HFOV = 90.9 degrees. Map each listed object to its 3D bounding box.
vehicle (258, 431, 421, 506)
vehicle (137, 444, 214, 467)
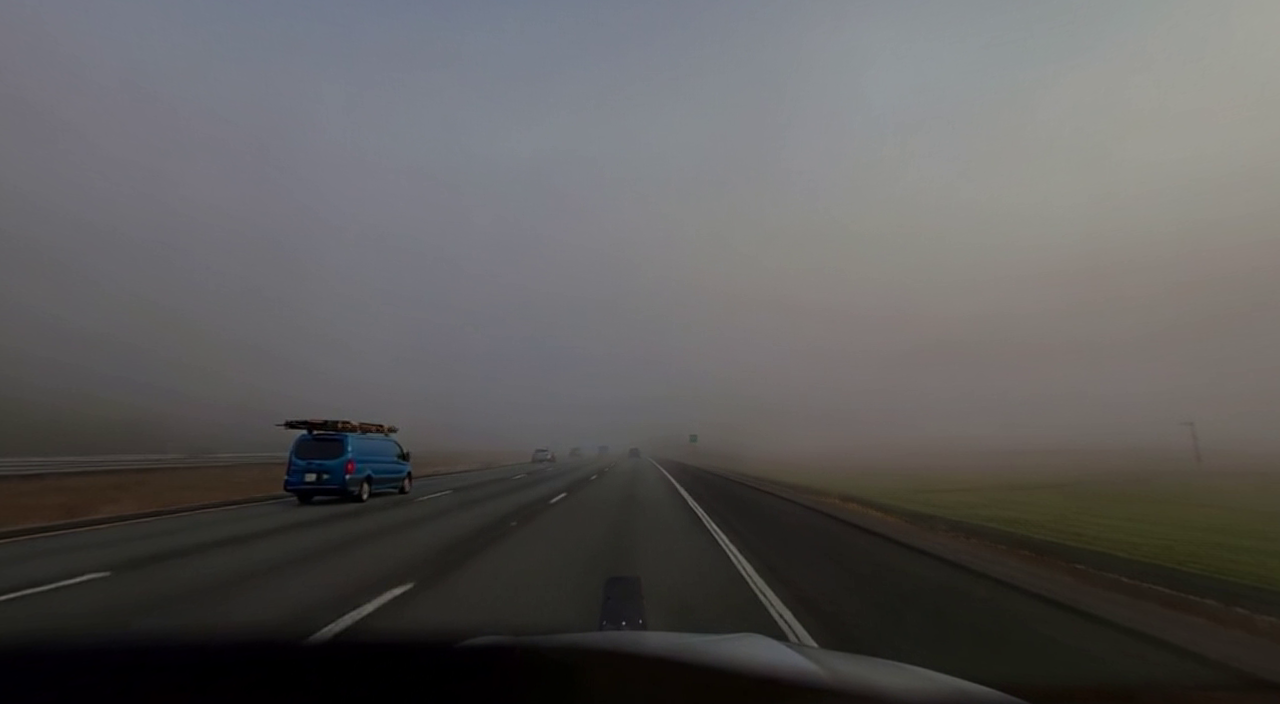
[{"bbox_3d":[-7.957,3.130,17.382,2.093,1.752,4.771,0,-9,0],"label":"vehicle"},{"bbox_3d":[-33.011,7.344,44.994,1.879,1.491,4.819,0,-9,0],"label":"vehicle"}]
